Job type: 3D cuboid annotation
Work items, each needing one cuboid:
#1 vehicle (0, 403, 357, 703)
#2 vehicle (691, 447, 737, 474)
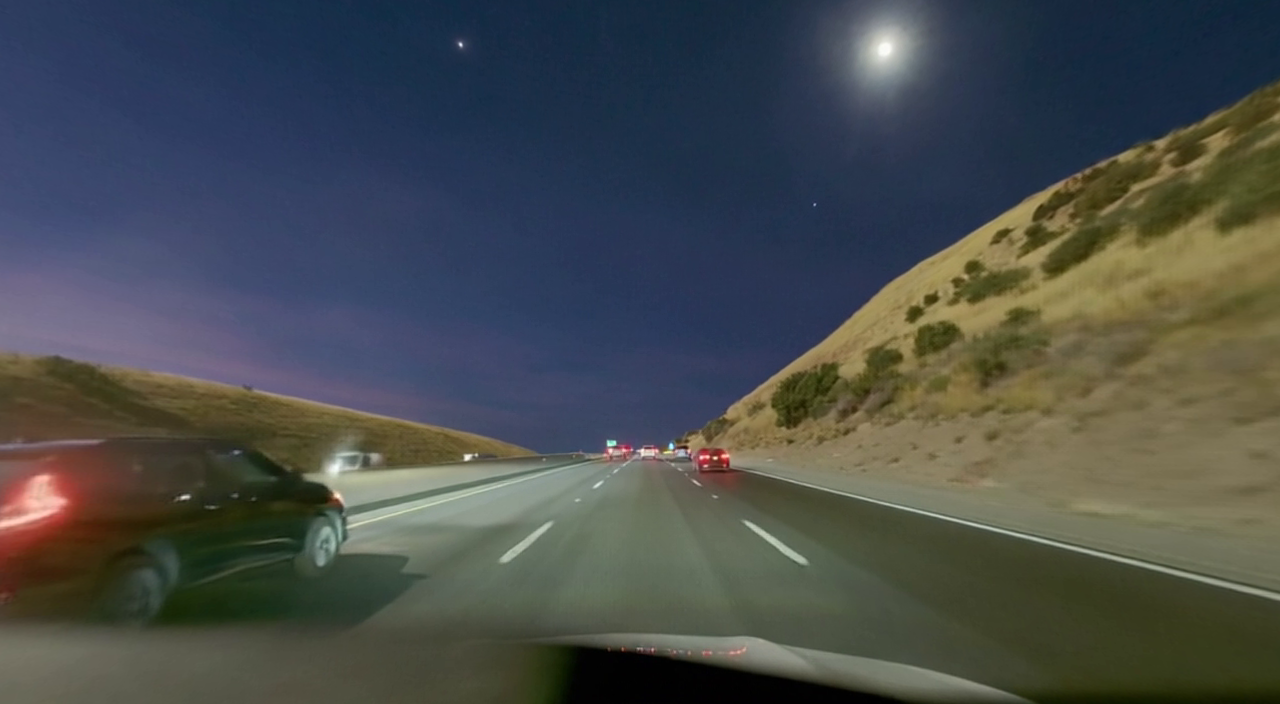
[{"bbox_3d":[-3.865,1.218,4.397,1.910,1.521,3.930,0,-8,1],"label":"vehicle"},{"bbox_3d":[3.912,5.778,33.858,1.976,1.352,3.602,0,-8,-1],"label":"vehicle"}]
